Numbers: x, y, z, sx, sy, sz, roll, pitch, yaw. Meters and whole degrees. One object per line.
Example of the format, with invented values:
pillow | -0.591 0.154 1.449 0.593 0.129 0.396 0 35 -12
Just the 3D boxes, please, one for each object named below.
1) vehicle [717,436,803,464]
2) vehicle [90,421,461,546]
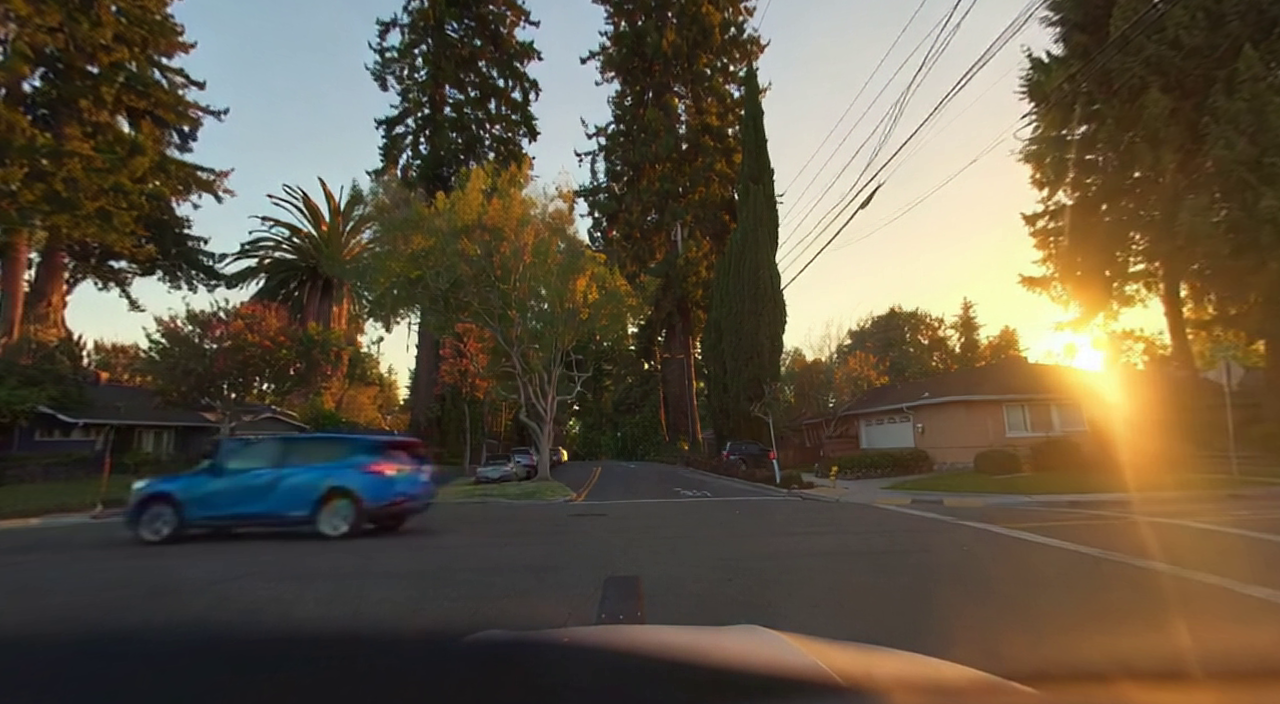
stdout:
vehicle | 7.344 5.997 38.865 4.784 1.647 1.947 1 -8 -5
vehicle | -5.741 2.122 10.607 4.809 1.834 2.181 0 -8 -2
